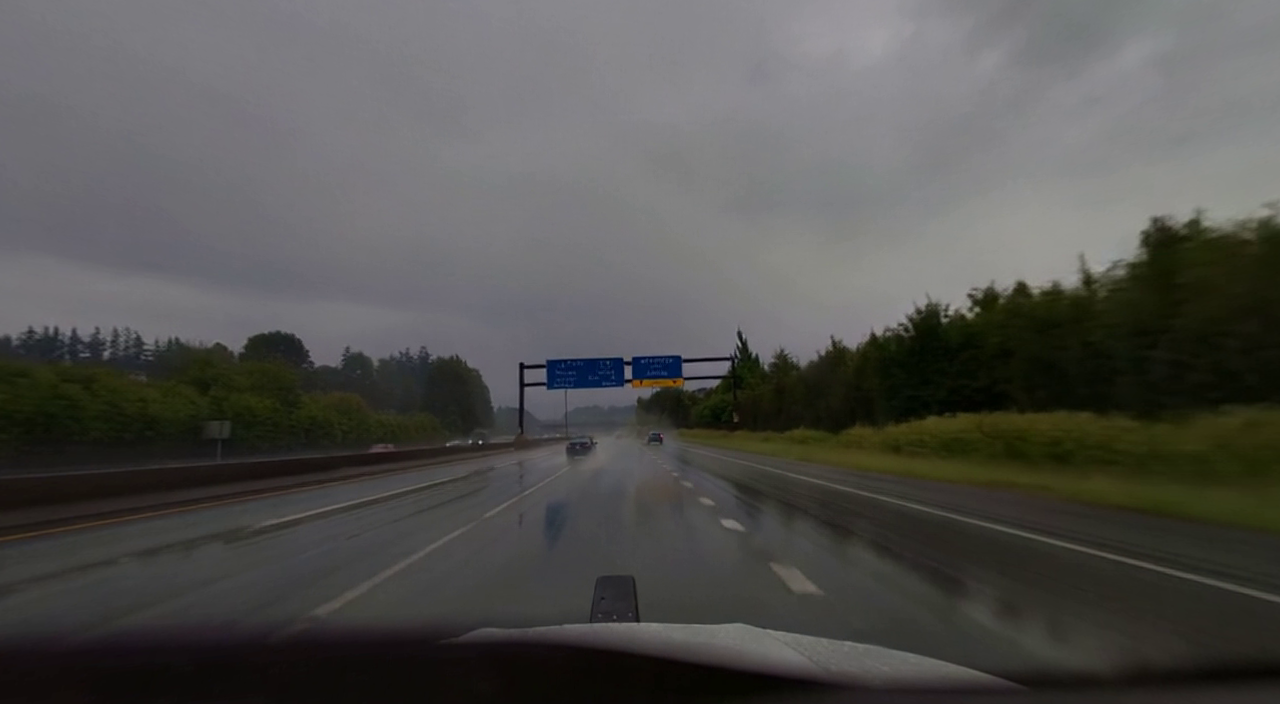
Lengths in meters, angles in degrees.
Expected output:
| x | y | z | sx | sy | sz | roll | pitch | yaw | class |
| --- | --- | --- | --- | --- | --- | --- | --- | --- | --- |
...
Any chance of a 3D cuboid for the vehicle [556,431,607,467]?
| x | y | z | sx | sy | sz | roll | pitch | yaw | class |
| --- | --- | --- | --- | --- | --- | --- | --- | --- | --- |
| -2.564 | 4.377 | 28.669 | 2.000 | 1.491 | 3.913 | 0 | -7 | -1 | vehicle |
